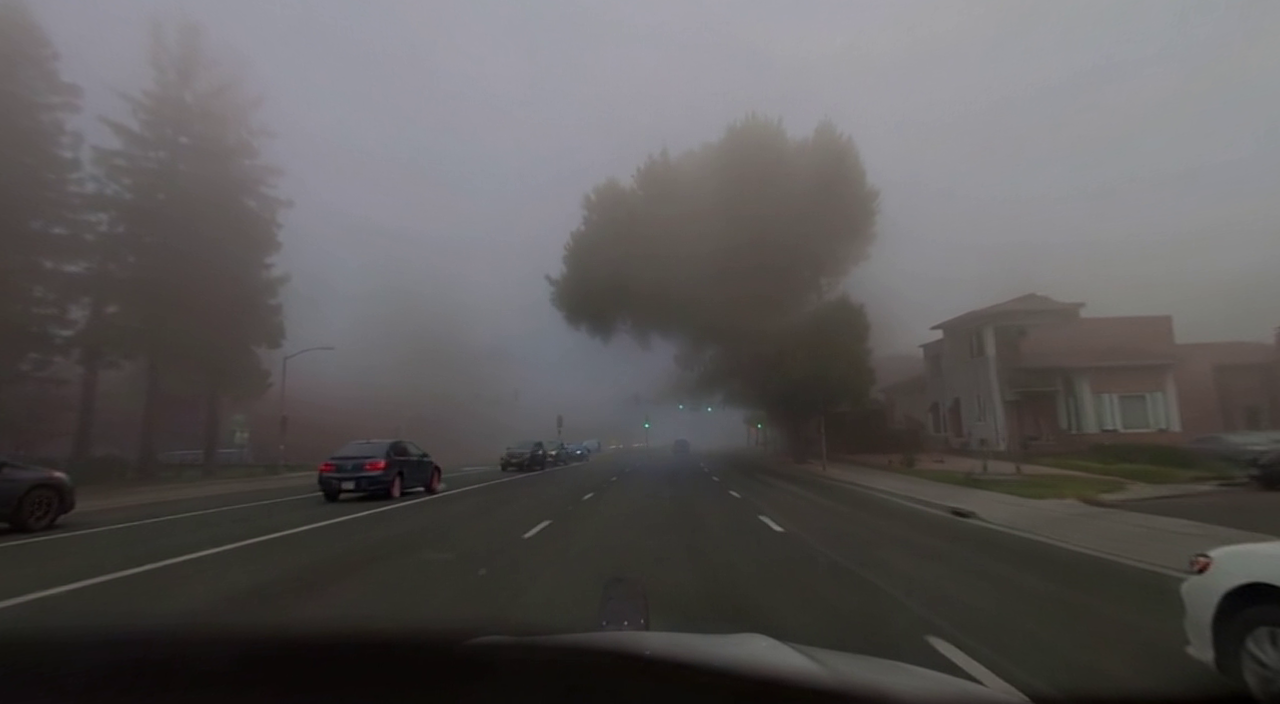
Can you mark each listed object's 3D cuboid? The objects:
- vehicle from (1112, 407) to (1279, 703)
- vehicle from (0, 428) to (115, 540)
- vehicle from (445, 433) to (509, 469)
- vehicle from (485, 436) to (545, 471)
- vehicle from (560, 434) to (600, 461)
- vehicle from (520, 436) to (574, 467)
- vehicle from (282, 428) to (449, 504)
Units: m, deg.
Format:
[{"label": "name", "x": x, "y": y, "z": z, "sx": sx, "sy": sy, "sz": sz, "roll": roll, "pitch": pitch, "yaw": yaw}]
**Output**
[{"label": "vehicle", "x": 3.839, "y": 0.787, "z": 1.379, "sx": 2.003, "sy": 1.494, "sz": 4.705, "roll": 0, "pitch": -9, "yaw": 1}, {"label": "vehicle", "x": -9.962, "y": 1.794, "z": 8.423, "sx": 1.951, "sy": 1.554, "sz": 4.444, "roll": 0, "pitch": -9, "yaw": 2}, {"label": "vehicle", "x": -8.746, "y": 5.357, "z": 34.295, "sx": 2.051, "sy": 1.801, "sz": 4.370, "roll": -1, "pitch": -9, "yaw": 4}, {"label": "vehicle", "x": -5.983, "y": 4.918, "z": 30.694, "sx": 1.870, "sy": 1.616, "sz": 3.765, "roll": -1, "pitch": -9, "yaw": 4}, {"label": "vehicle", "x": -4.249, "y": 6.882, "z": 45.387, "sx": 1.951, "sy": 1.809, "sz": 4.917, "roll": -1, "pitch": -9, "yaw": 6}, {"label": "vehicle", "x": -5.331, "y": 5.801, "z": 36.844, "sx": 2.121, "sy": 1.630, "sz": 4.642, "roll": -1, "pitch": -9, "yaw": 4}, {"label": "vehicle", "x": -6.482, "y": 2.739, "z": 15.579, "sx": 1.988, "sy": 1.597, "sz": 4.404, "roll": 0, "pitch": -9, "yaw": 2}]
